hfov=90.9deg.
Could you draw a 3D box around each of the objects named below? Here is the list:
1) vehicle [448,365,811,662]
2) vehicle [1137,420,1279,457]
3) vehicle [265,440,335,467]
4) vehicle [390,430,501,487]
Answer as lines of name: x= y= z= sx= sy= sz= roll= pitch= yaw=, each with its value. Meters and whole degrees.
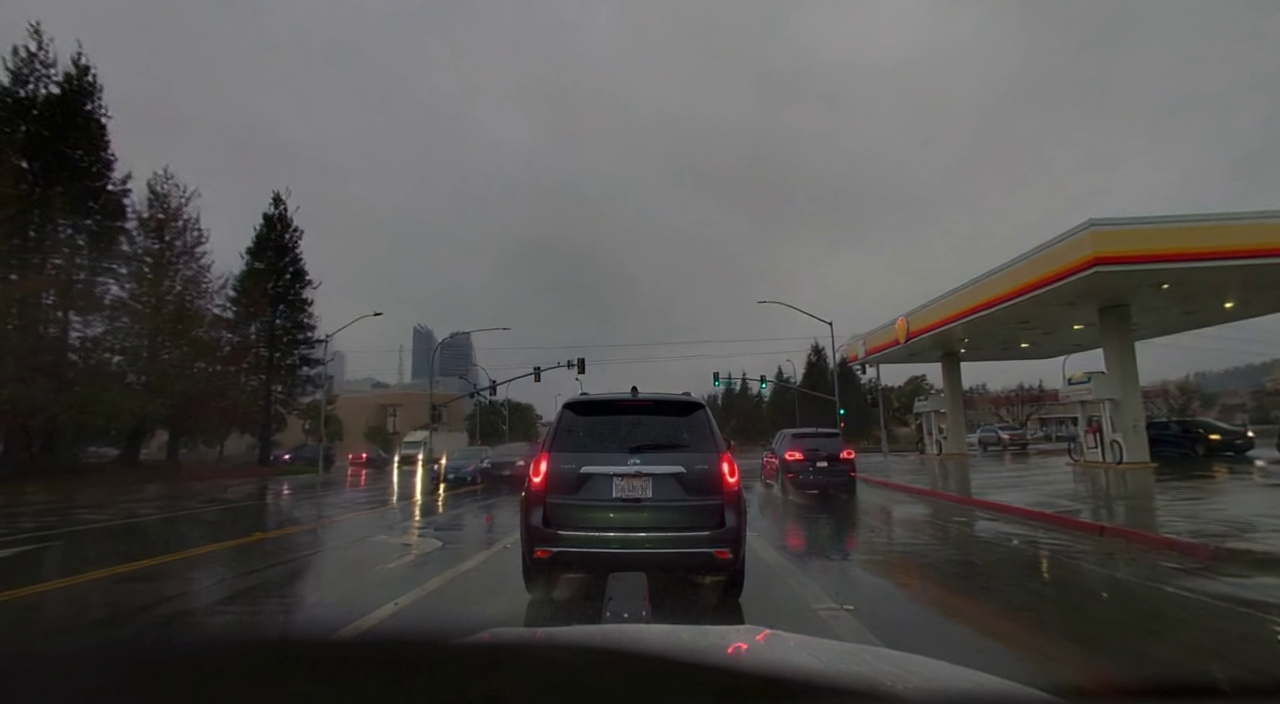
vehicle: x=0.013 y=1.315 z=6.130 sx=2.236 sy=1.819 sz=4.291 roll=-1 pitch=-9 yaw=2
vehicle: x=25.950 y=3.970 z=28.785 sx=4.551 sy=1.616 sz=1.973 roll=-2 pitch=-9 yaw=11
vehicle: x=-23.546 y=7.019 z=43.838 sx=1.988 sy=1.741 sz=4.522 roll=-1 pitch=-9 yaw=5
vehicle: x=-6.647 y=3.706 z=22.181 sx=2.065 sy=1.753 sz=4.525 roll=-1 pitch=-9 yaw=6
